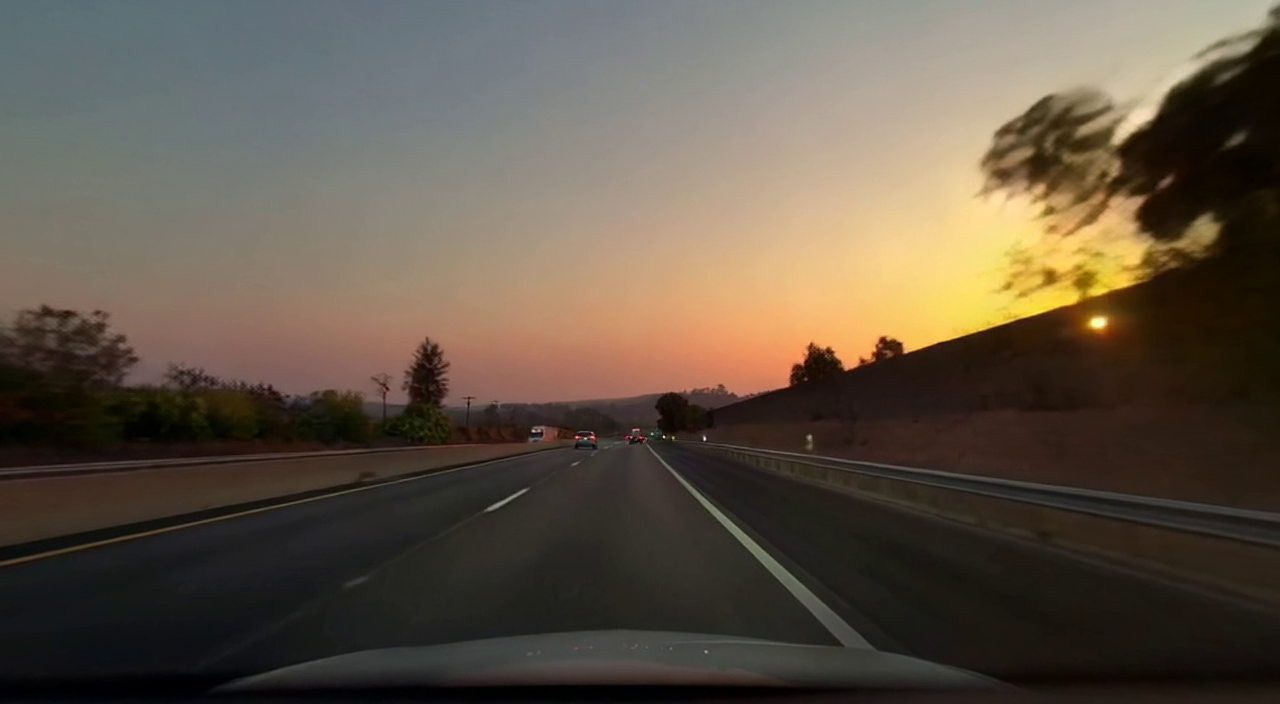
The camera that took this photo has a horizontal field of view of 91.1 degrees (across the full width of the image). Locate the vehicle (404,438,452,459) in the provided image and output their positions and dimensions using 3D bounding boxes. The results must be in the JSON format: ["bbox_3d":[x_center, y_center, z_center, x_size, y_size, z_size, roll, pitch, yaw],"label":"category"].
[{"bbox_3d":[-15.481,7.028,46.068,1.785,1.464,4.607,-1,-8,2],"label":"vehicle"}]
